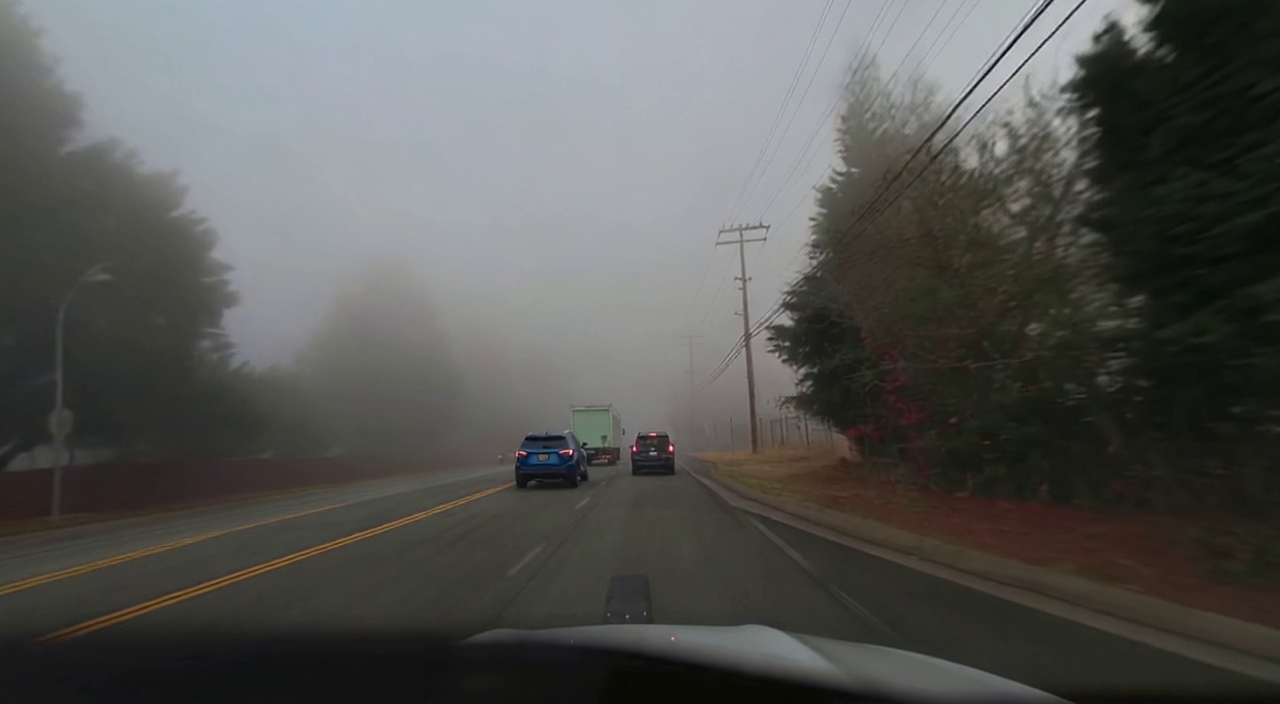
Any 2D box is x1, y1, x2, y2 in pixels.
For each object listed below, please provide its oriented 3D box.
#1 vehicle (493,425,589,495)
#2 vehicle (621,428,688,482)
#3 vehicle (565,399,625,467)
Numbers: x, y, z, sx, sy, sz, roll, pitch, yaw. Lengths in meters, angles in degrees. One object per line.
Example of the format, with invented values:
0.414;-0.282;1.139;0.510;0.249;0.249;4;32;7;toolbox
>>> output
-2.865;3.257;19.347;2.093;1.832;4.508;-1;-8;2;vehicle
0.480;3.707;22.976;2.174;1.749;4.113;-1;-8;0;vehicle
-2.597;5.231;40.053;2.928;3.658;10.953;-1;-8;0;vehicle
